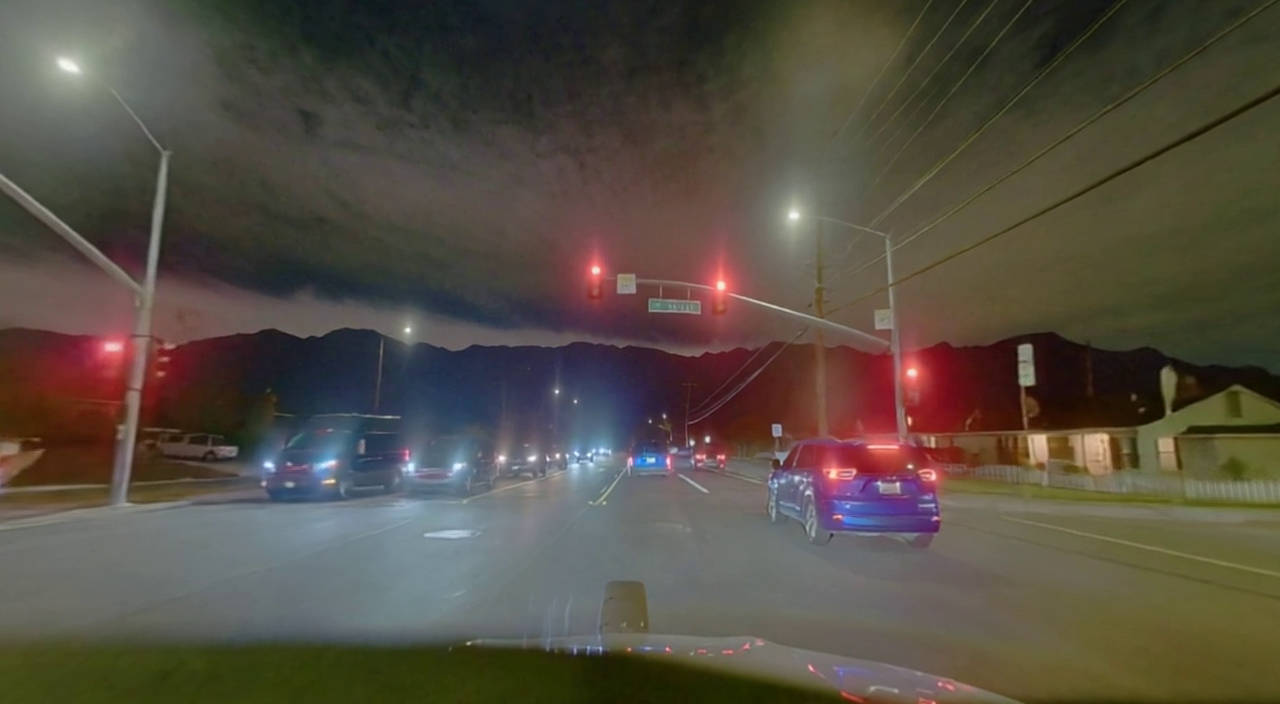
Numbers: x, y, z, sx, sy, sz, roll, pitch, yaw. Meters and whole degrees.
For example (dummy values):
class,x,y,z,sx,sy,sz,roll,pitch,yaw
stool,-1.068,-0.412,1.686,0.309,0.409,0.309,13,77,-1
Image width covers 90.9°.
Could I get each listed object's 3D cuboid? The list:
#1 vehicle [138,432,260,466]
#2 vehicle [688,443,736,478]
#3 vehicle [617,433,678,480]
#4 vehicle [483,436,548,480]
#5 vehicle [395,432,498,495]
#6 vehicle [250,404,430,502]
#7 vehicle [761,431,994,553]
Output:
class,x,y,z,sx,sy,sz,roll,pitch,yaw
vehicle,-27.402,6.042,39.354,5.789,2.068,2.368,0,-8,0
vehicle,3.682,5.632,33.005,1.957,1.646,4.355,0,-8,-1
vehicle,0.328,4.918,29.923,2.636,2.011,5.130,0,-8,0
vehicle,-5.808,5.023,30.119,1.993,1.884,5.481,0,-8,0
vehicle,-6.131,3.582,20.598,1.983,1.801,4.391,0,-8,0
vehicle,-9.391,3.269,20.693,2.725,2.710,6.304,0,-8,0
vehicle,3.740,2.279,11.111,2.155,1.658,4.721,0,-8,-1
